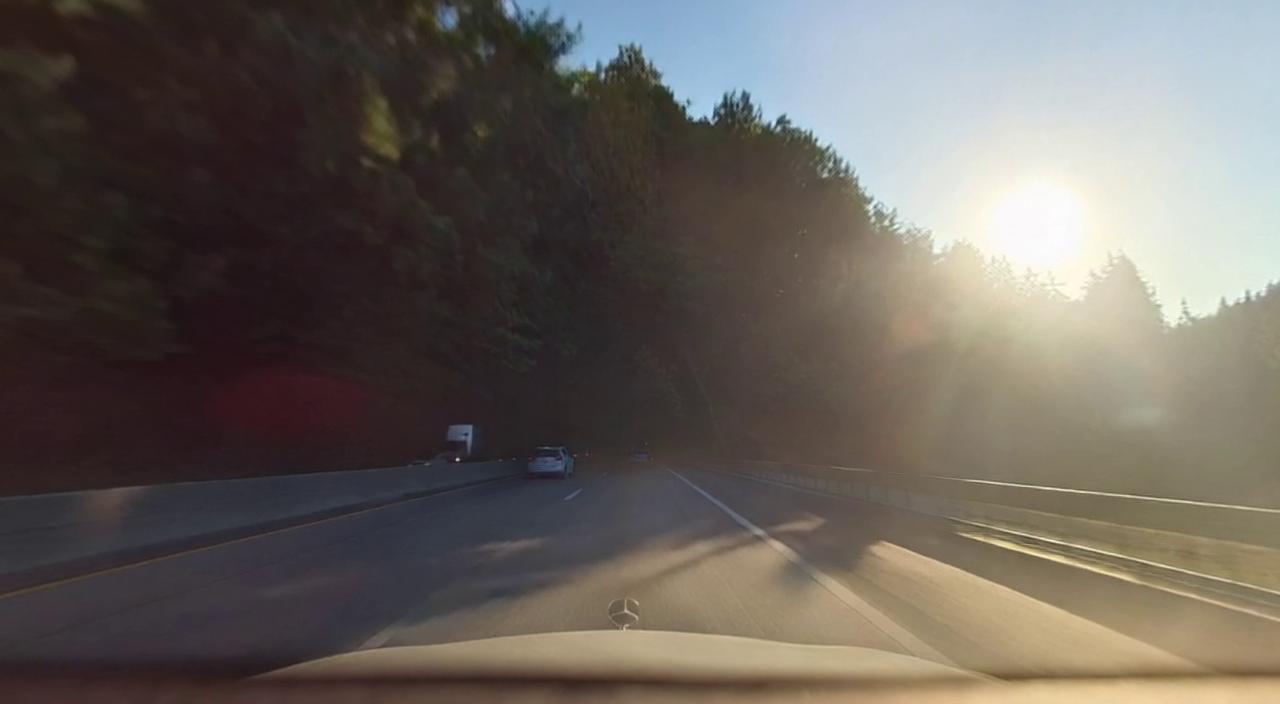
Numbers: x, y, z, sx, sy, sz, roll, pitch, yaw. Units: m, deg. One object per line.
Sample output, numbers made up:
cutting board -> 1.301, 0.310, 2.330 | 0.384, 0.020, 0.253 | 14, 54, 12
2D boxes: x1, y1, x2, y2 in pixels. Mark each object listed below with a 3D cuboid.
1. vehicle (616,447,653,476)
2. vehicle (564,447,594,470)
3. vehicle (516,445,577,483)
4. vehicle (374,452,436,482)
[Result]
vehicle -> -0.282, 6.165, 35.687 | 2.001, 1.490, 3.914 | 0, -9, 0
vehicle -> -4.463, 7.842, 46.619 | 1.834, 1.615, 3.624 | 0, -9, 0
vehicle -> -4.004, 4.869, 27.563 | 1.978, 1.538, 3.755 | 0, -9, 1
vehicle -> -12.731, 6.225, 34.380 | 1.717, 1.540, 4.155 | 0, -9, 0
